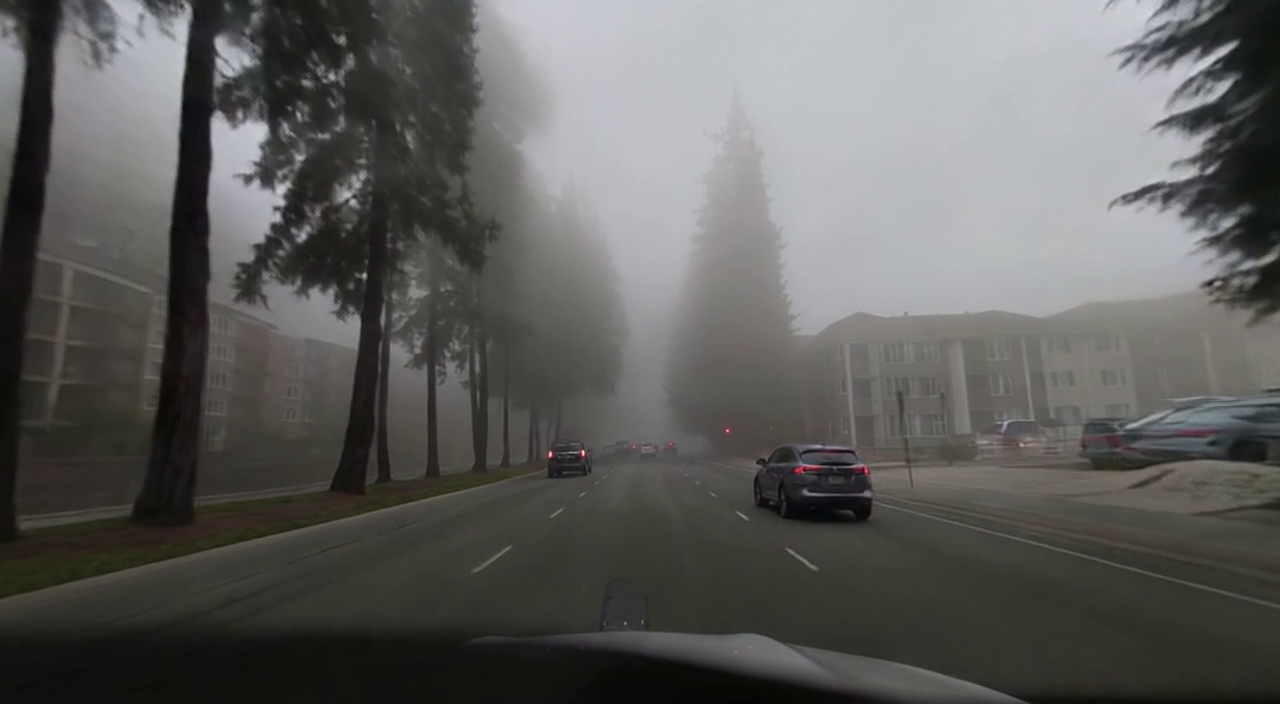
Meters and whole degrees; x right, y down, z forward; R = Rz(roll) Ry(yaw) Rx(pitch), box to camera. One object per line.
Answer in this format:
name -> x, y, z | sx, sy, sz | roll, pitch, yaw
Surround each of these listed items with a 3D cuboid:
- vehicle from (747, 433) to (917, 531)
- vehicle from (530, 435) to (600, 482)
vehicle -> 3.422, 2.391, 12.222 | 1.945, 1.530, 4.320 | 0, -9, 0
vehicle -> -3.112, 4.573, 27.275 | 2.216, 1.828, 4.886 | -1, -9, 3
